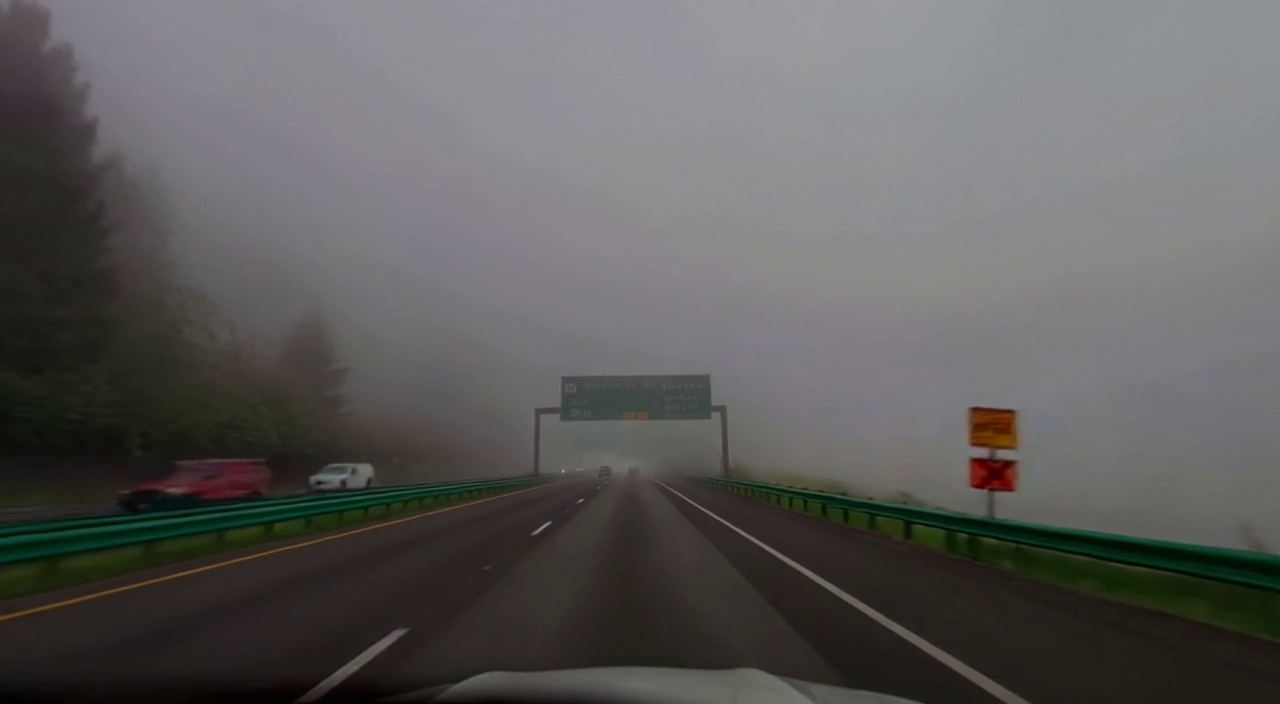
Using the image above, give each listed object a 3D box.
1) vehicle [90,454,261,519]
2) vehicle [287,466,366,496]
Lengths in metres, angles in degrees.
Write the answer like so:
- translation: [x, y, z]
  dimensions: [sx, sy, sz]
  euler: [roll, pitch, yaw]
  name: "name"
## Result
- translation: [-12.754, 3.716, 17.642]
  dimensions: [1.931, 1.571, 3.634]
  euler: [1, -10, 0]
  name: "vehicle"
- translation: [-16.464, 6.780, 33.331]
  dimensions: [1.918, 1.460, 4.462]
  euler: [1, -10, -1]
  name: "vehicle"
